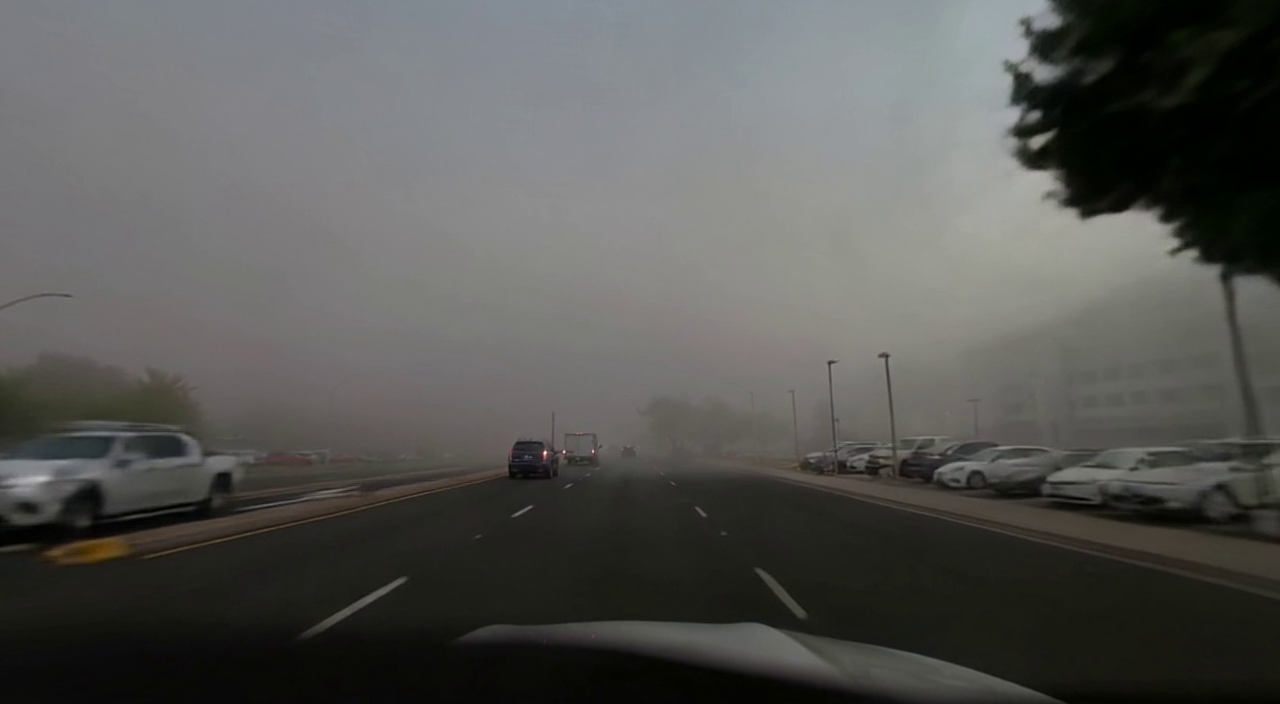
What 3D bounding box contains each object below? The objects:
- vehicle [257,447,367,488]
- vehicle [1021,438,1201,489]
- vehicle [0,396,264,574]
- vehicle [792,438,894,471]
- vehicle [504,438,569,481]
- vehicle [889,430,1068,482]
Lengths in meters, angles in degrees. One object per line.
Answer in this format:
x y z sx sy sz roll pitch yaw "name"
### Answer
-13.162 4.637 25.643 1.955 1.496 4.661 0 -9 0 "vehicle"
18.761 4.465 25.303 5.420 1.818 2.046 -2 -9 2 "vehicle"
-7.591 1.816 9.333 2.123 1.864 5.553 1 -9 -17 "vehicle"
12.408 6.293 38.657 5.500 1.749 2.057 -1 -9 -3 "vehicle"
-4.366 4.601 27.176 2.109 1.672 4.256 0 -9 0 "vehicle"
12.406 3.856 23.547 5.426 1.811 2.193 -2 -9 15 "vehicle"
